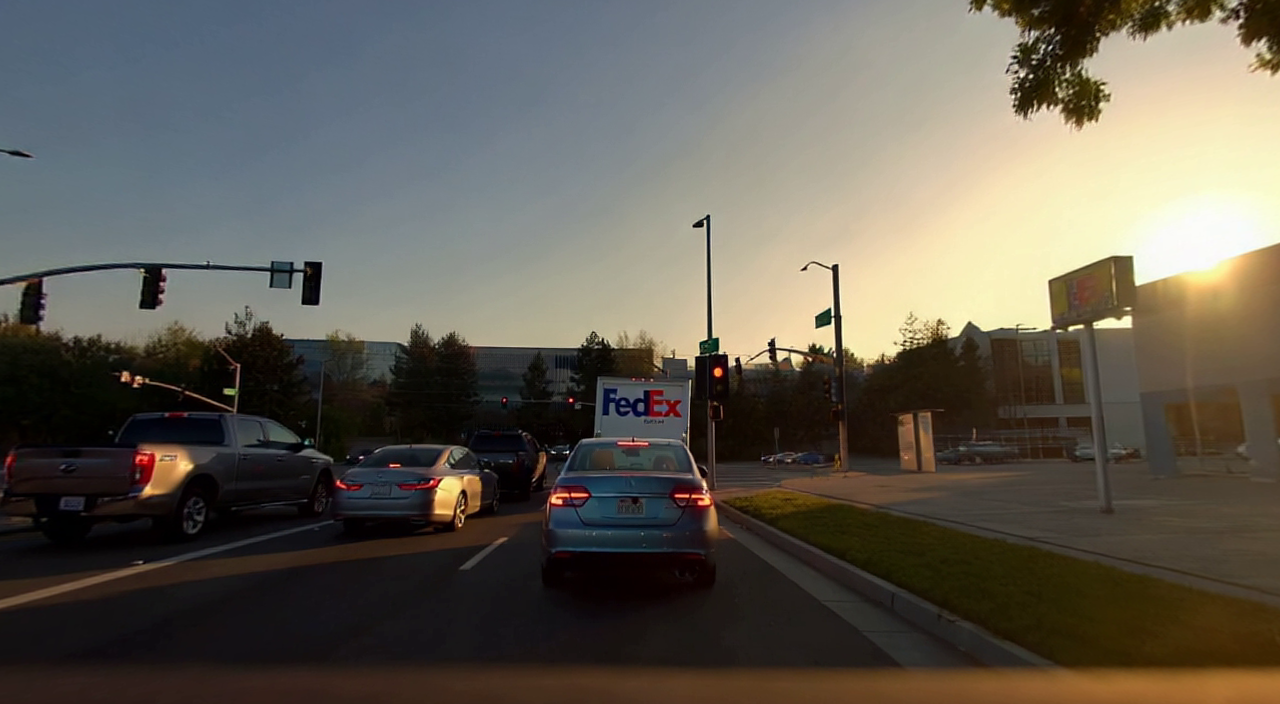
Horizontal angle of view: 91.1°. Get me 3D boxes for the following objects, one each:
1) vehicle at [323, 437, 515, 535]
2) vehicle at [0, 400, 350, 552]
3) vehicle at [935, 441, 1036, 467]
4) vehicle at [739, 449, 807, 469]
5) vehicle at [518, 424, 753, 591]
[{"bbox_3d":[-3.863,2.395,11.937,1.949,1.487,4.390,0,-9,1],"label":"vehicle"},{"bbox_3d":[-7.283,1.979,10.743,2.125,1.893,5.498,0,-9,-2],"label":"vehicle"},{"bbox_3d":[20.222,5.989,36.873,4.794,1.481,1.968,0,-8,-3],"label":"vehicle"},{"bbox_3d":[10.283,8.286,48.658,4.841,1.494,1.829,1,-9,-5],"label":"vehicle"},{"bbox_3d":[-0.043,1.747,7.950,2.145,1.513,4.269,0,-9,0],"label":"vehicle"}]
